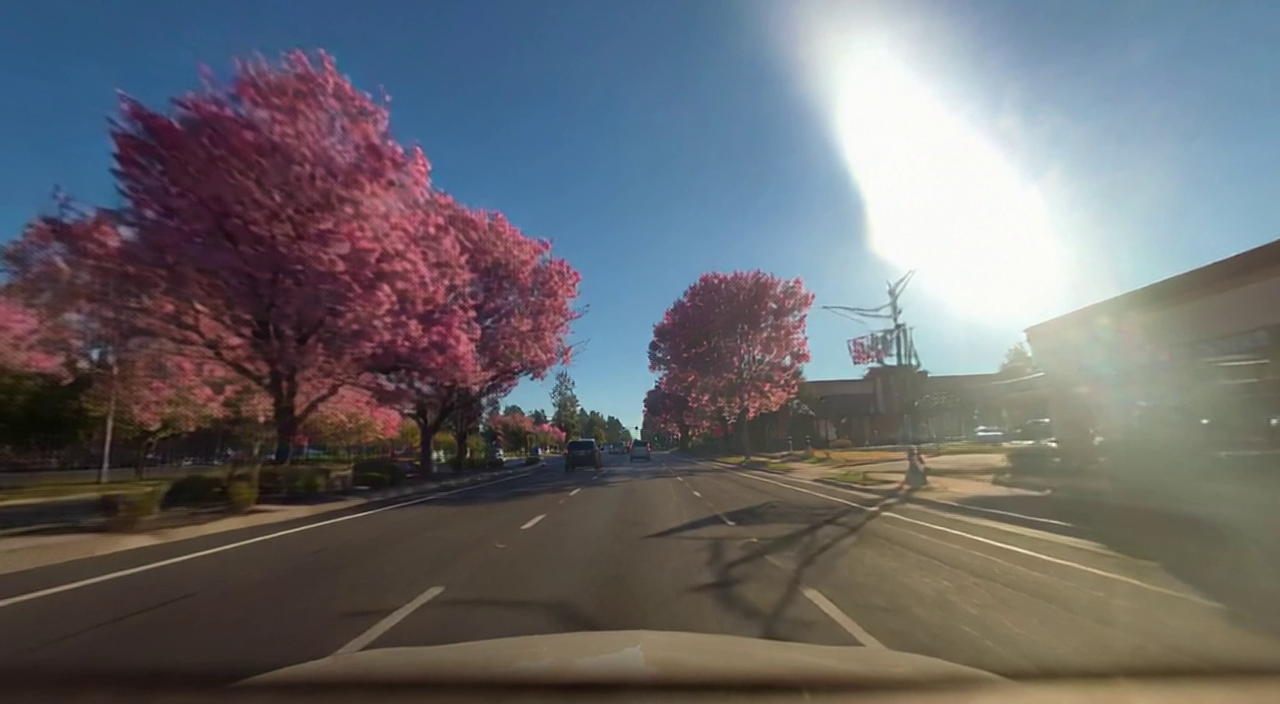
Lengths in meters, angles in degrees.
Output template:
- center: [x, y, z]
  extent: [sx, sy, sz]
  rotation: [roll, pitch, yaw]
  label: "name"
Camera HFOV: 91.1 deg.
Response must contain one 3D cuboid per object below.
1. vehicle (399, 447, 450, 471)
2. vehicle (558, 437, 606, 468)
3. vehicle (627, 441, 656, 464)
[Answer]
- center: [-14.780, 7.337, 43.303]
  extent: [1.854, 1.475, 4.448]
  rotation: [0, -8, 1]
  label: "vehicle"
- center: [-3.566, 6.336, 39.730]
  extent: [2.453, 1.844, 4.751]
  rotation: [0, -8, 2]
  label: "vehicle"
- center: [0.122, 7.813, 49.174]
  extent: [2.149, 1.701, 4.379]
  rotation: [0, -8, 0]
  label: "vehicle"
